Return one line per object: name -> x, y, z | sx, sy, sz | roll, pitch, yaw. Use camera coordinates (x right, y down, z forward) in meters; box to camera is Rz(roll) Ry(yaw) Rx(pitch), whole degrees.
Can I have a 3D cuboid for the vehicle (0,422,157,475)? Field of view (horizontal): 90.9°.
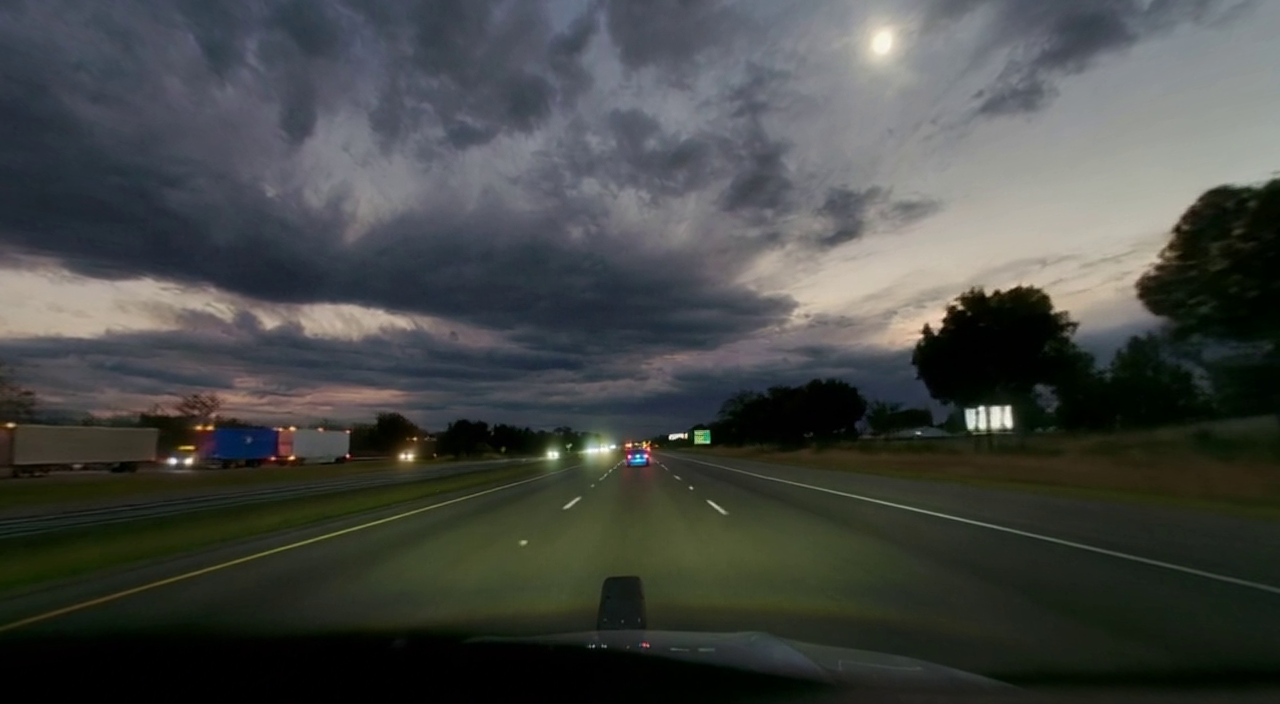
vehicle -> -44.493, 7.374, 47.965 | 3.035, 3.535, 15.819 | 0, -9, 0
